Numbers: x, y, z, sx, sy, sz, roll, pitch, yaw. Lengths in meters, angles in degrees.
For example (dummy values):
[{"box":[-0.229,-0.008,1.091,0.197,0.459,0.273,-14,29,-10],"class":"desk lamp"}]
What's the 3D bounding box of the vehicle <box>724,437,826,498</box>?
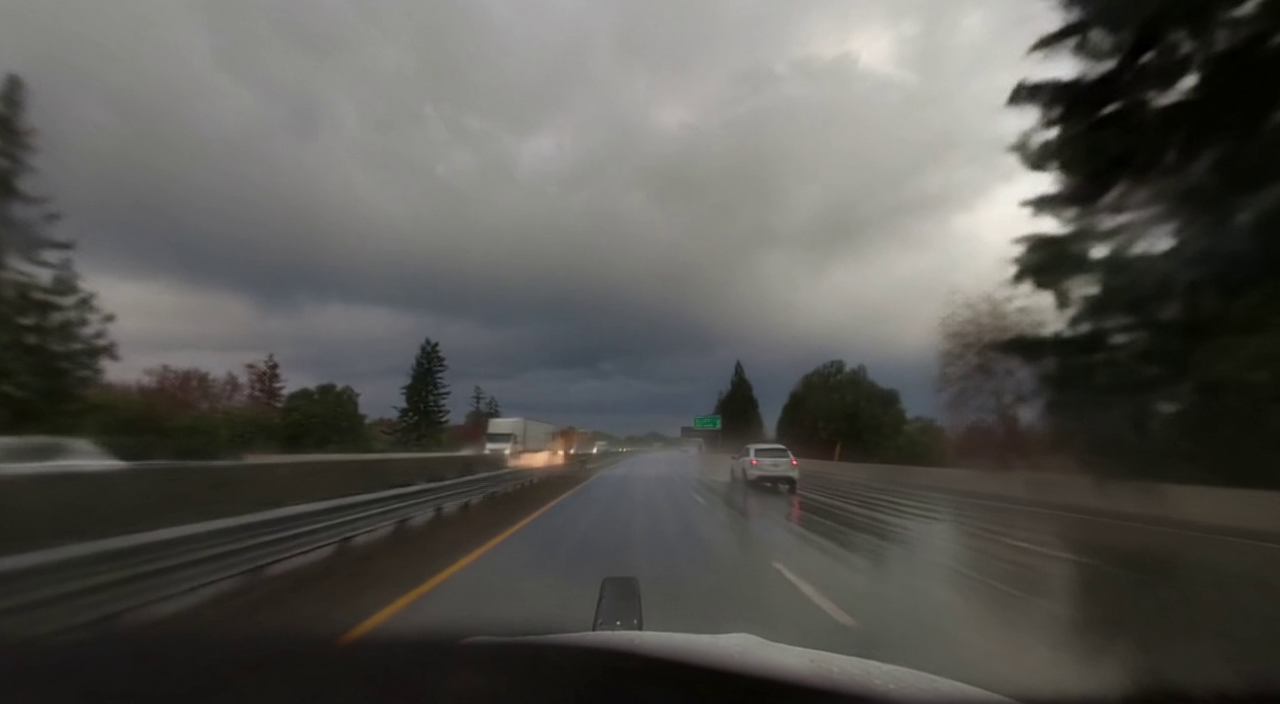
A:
[{"box":[4.047,3.548,19.682,2.089,1.660,4.729,0,-9,-1],"class":"vehicle"}]
